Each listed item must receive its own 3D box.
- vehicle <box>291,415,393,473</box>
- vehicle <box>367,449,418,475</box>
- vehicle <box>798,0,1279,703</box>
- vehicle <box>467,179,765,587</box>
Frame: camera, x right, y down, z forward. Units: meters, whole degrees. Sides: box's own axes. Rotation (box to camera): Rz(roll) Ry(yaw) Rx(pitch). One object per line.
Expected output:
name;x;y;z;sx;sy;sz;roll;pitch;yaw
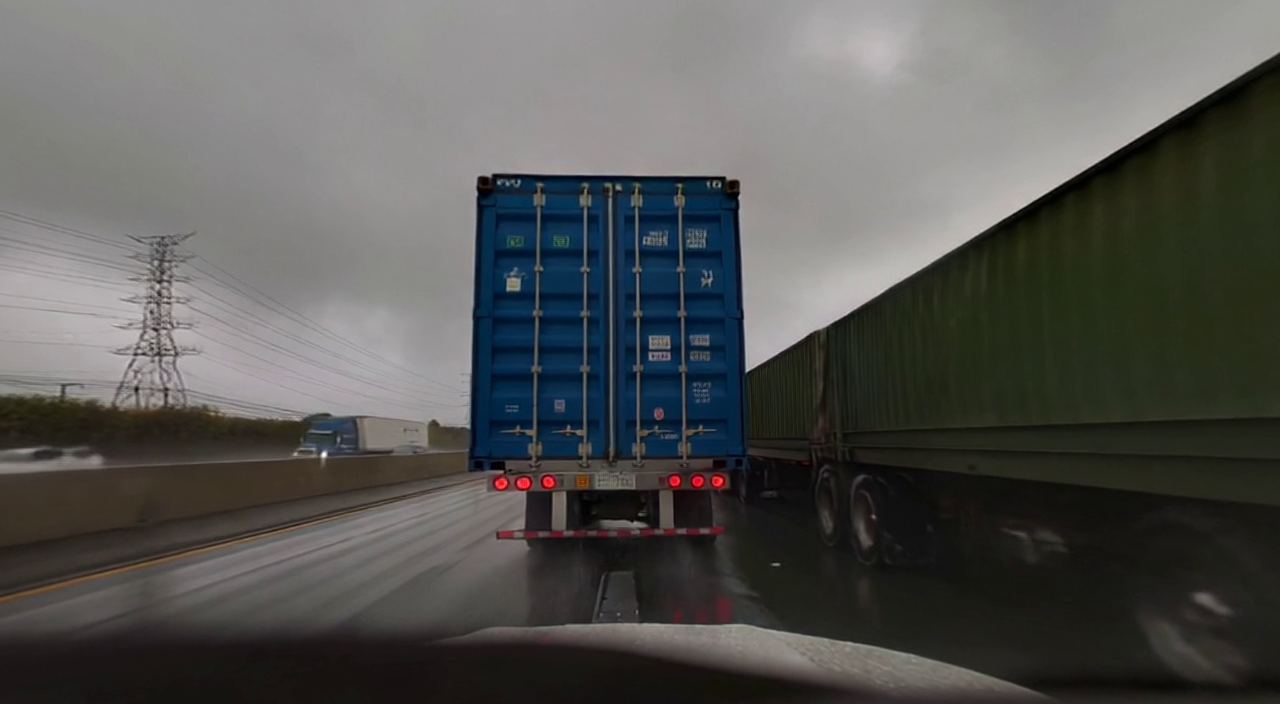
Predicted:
vehicle;-20.441;6.425;44.155;3.024;3.645;8.371;0;-8;-1
vehicle;-14.102;6.264;36.260;1.543;1.373;3.317;-1;-8;1
vehicle;3.667;-0.343;2.058;2.797;4.023;13.066;0;-8;-1
vehicle;-0.199;1.101;12.291;2.841;4.071;12.046;-1;-8;0
